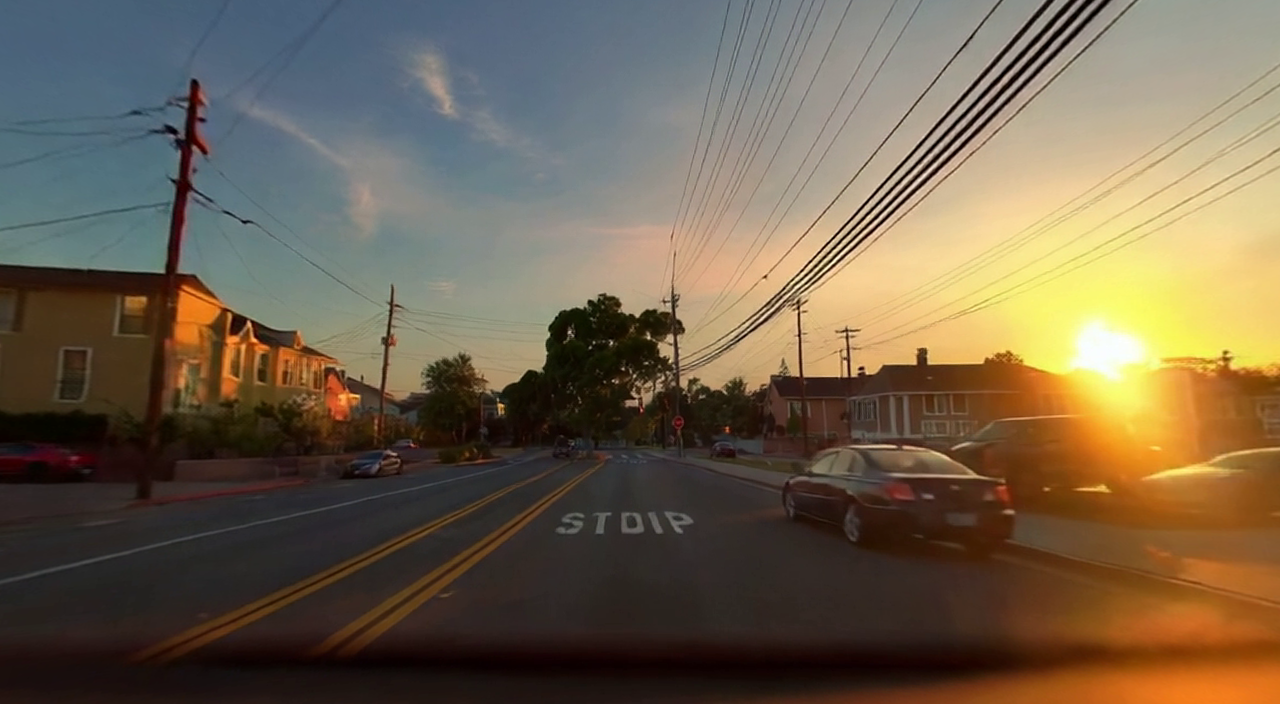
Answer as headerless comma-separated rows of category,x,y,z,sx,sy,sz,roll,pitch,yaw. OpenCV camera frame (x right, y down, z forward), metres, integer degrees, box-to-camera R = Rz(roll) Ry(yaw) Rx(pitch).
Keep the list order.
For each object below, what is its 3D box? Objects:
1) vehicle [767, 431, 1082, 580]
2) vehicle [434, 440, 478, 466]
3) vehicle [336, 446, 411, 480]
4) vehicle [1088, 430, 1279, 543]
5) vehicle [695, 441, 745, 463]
vehicle,3.293,1.855,8.623,1.917,1.434,4.733,0,-8,-3
vehicle,-13.640,7.521,47.122,1.940,1.789,5.086,0,-8,-2
vehicle,-12.747,5.310,30.534,1.957,1.459,4.913,1,-8,-6
vehicle,9.486,1.870,8.988,4.658,1.465,2.025,-4,-9,24
vehicle,5.683,7.205,45.632,2.081,1.496,4.490,2,-9,-14
